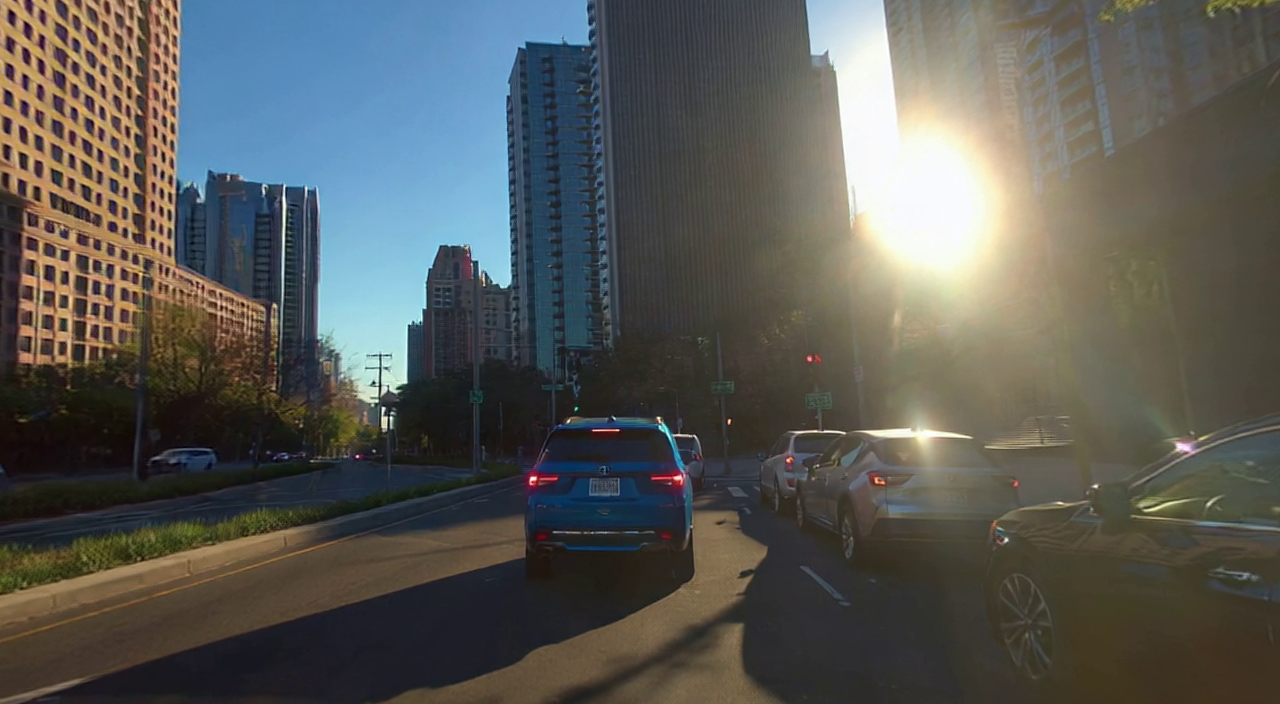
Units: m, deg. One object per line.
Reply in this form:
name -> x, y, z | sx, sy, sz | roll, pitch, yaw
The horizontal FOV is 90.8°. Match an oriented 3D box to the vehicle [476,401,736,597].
vehicle -> -0.346, 1.588, 7.618 | 2.249, 1.684, 4.084 | 0, -9, -1

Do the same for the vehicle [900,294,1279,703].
vehicle -> 2.995, 0.753, 2.245 | 2.063, 1.760, 4.664 | 0, -9, -1

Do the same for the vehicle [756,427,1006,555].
vehicle -> 3.270, 1.990, 9.799 | 1.941, 1.482, 4.632 | 0, -9, -2

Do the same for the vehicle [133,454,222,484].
vehicle -> -25.841, 6.537, 35.552 | 1.960, 1.459, 4.699 | 1, -9, -8
